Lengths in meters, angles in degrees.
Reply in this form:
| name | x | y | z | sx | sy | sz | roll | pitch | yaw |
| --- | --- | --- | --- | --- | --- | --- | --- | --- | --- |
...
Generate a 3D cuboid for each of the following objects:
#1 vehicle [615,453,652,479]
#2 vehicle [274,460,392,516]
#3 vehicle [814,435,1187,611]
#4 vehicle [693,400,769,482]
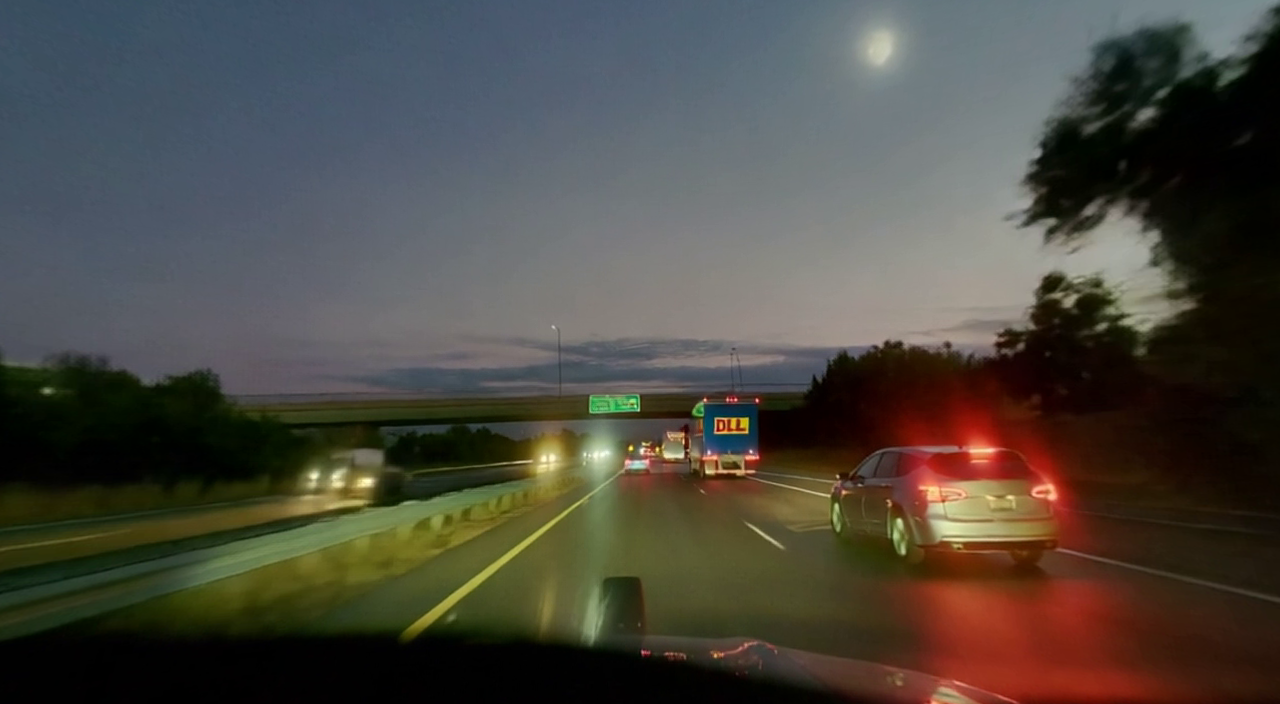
| name | x | y | z | sx | sy | sz | roll | pitch | yaw |
| --- | --- | --- | --- | --- | --- | --- | --- | --- | --- |
| vehicle | -0.369 | 6.768 | 37.599 | 2.055 | 1.445 | 3.661 | 0 | -9 | 0 |
| vehicle | -8.990 | 3.968 | 18.776 | 1.728 | 1.425 | 3.494 | 0 | -9 | 0 |
| vehicle | 3.637 | 1.777 | 7.468 | 1.894 | 1.452 | 4.164 | 0 | -9 | -1 |
| vehicle | 4.797 | 4.959 | 34.894 | 2.838 | 3.985 | 8.010 | 0 | -9 | -1 |
